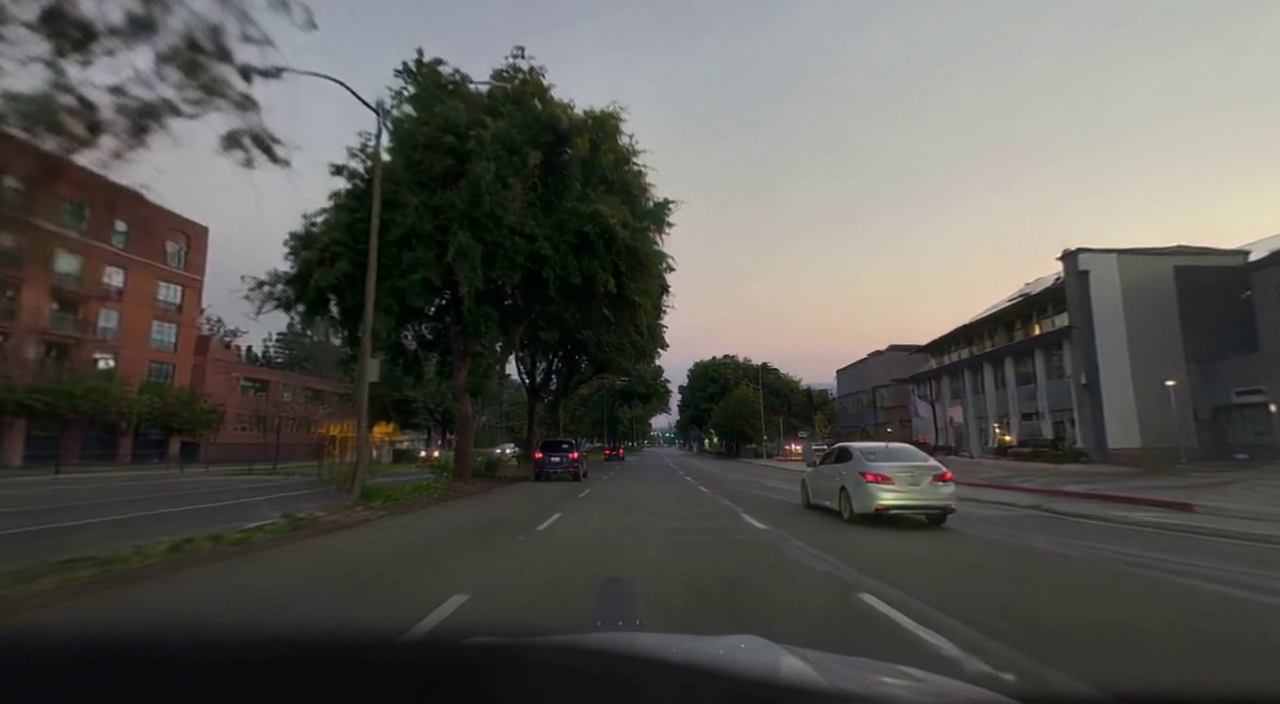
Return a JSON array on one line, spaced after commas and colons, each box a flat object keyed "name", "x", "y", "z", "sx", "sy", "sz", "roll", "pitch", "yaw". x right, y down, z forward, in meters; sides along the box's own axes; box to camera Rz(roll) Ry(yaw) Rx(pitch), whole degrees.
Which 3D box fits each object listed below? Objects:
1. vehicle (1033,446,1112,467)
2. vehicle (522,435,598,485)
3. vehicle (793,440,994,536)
[{"name": "vehicle", "x": 31.700, "y": 7.700, "z": 46.395, "sx": 4.274, "sy": 1.448, "sz": 2.050, "roll": 0, "pitch": -9, "yaw": 1}, {"name": "vehicle", "x": -3.112, "y": 4.346, "z": 25.747, "sx": 2.305, "sy": 1.833, "sz": 4.912, "roll": 0, "pitch": -9, "yaw": 2}, {"name": "vehicle", "x": 4.500, "y": 2.453, "z": 12.112, "sx": 1.960, "sy": 1.471, "sz": 4.378, "roll": 0, "pitch": -9, "yaw": -1}]
